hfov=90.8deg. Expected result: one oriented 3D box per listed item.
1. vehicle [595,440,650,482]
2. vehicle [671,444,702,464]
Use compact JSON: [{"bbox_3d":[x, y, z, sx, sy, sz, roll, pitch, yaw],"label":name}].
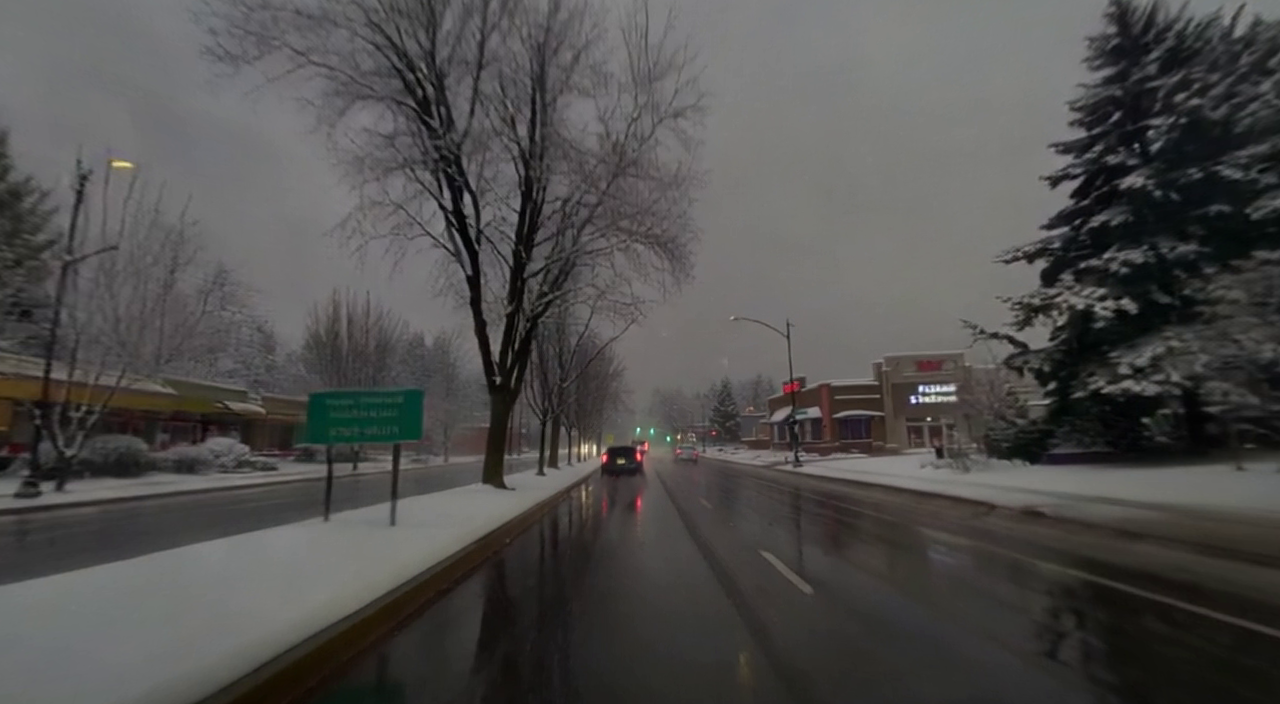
[{"bbox_3d":[-0.633,4.212,24.677,2.006,1.487,3.535,0,-9,0],"label":"vehicle"},{"bbox_3d":[3.551,7.899,48.970,1.910,1.474,4.003,0,-9,-2],"label":"vehicle"}]
